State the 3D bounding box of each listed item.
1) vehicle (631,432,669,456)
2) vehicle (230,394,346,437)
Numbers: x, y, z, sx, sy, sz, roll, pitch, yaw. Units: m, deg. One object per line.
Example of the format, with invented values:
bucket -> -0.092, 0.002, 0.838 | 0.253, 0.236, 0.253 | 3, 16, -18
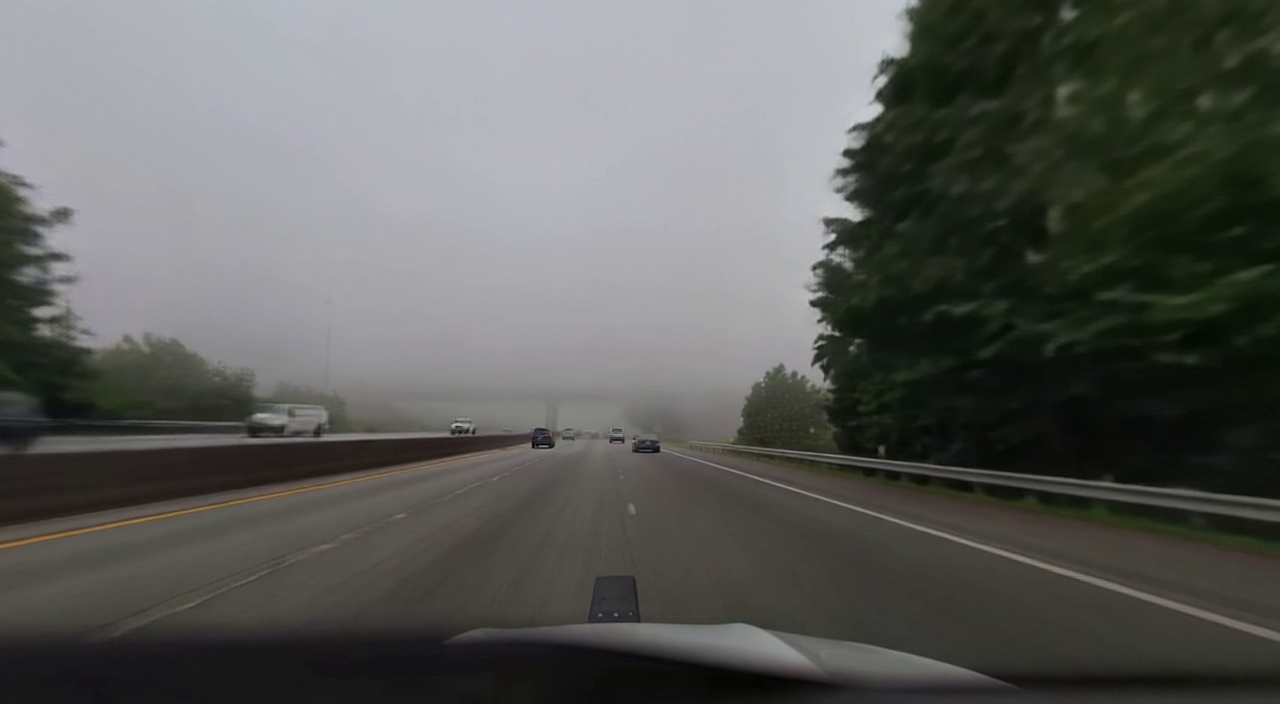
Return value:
vehicle -> 0.545, 5.600, 38.436 | 1.999, 1.329, 3.913 | 1, -8, -4
vehicle -> -20.634, 3.924, 37.492 | 2.481, 2.298, 8.313 | 1, -8, -3
